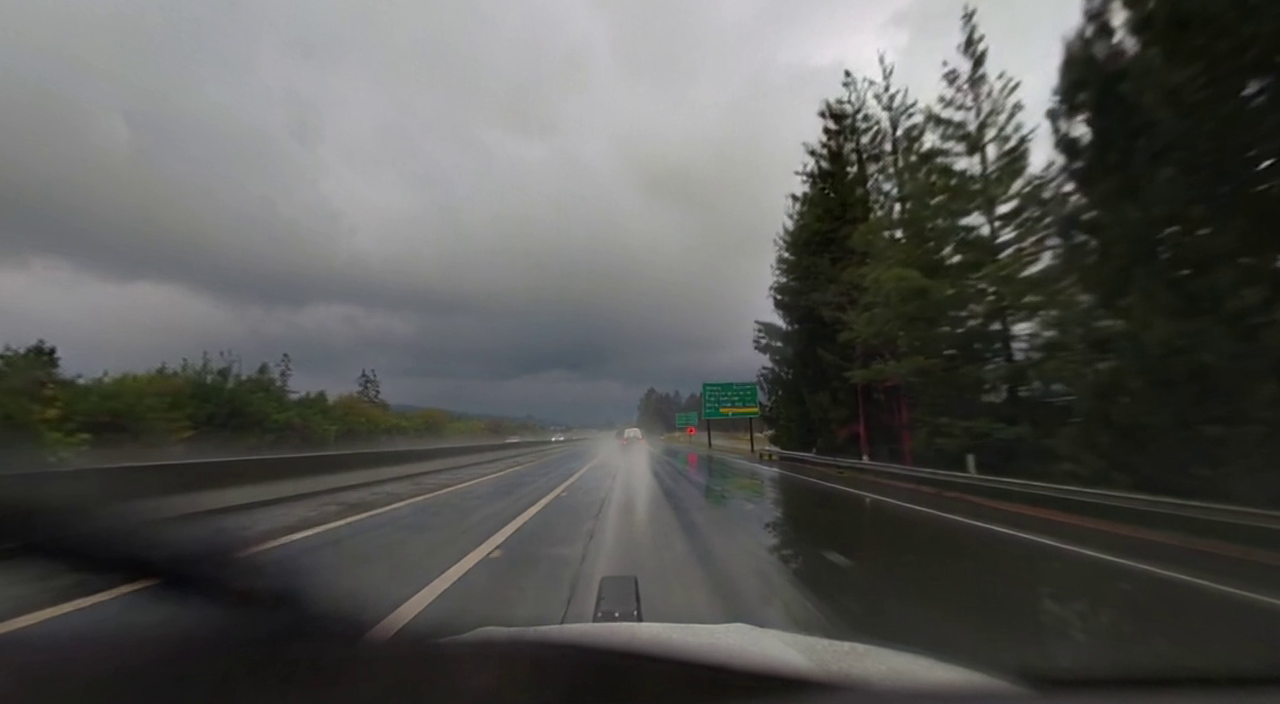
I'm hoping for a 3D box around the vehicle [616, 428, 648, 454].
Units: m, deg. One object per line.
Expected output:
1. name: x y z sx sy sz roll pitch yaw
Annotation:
1. vehicle: -0.613 6.757 47.918 2.295 1.861 4.564 0 -8 -1
